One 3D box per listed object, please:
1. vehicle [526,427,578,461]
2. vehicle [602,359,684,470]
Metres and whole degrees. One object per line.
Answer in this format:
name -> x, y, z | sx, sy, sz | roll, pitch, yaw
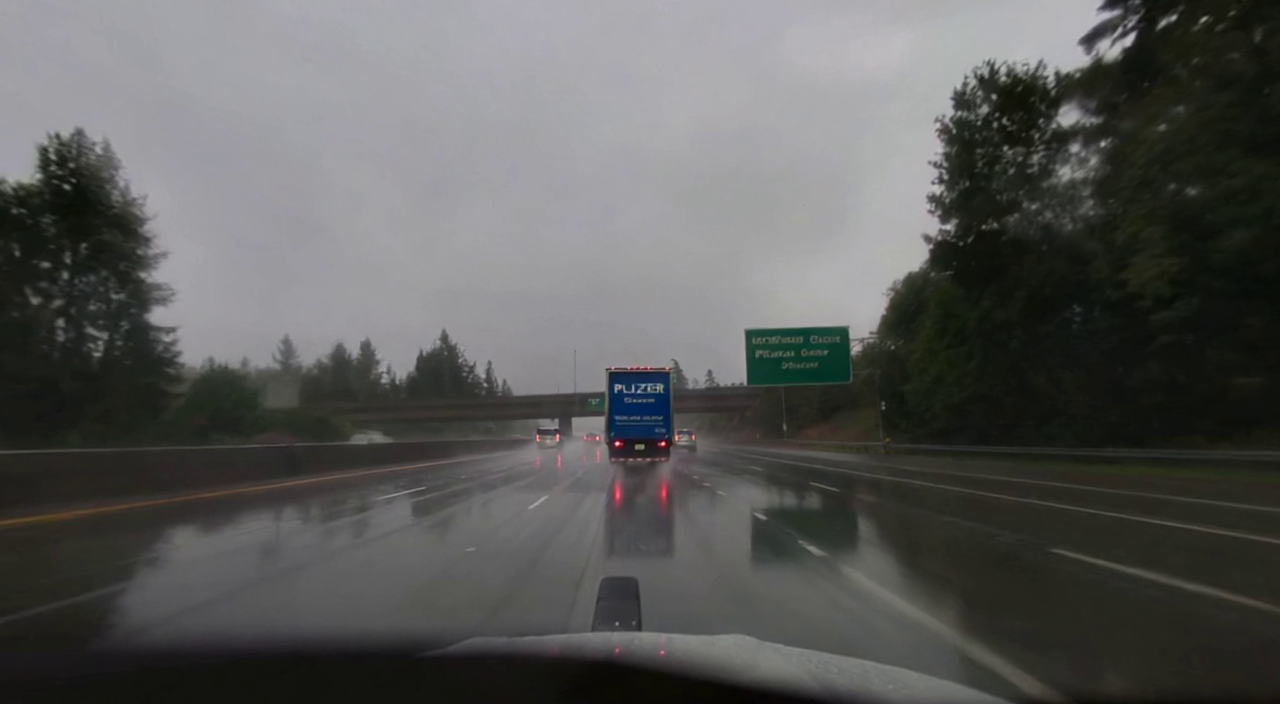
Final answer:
vehicle -> -4.760, 5.061, 34.762 | 2.198, 1.712, 4.655 | 0, -8, -1
vehicle -> -0.116, 3.023, 28.476 | 2.926, 3.959, 11.818 | 0, -8, -2
